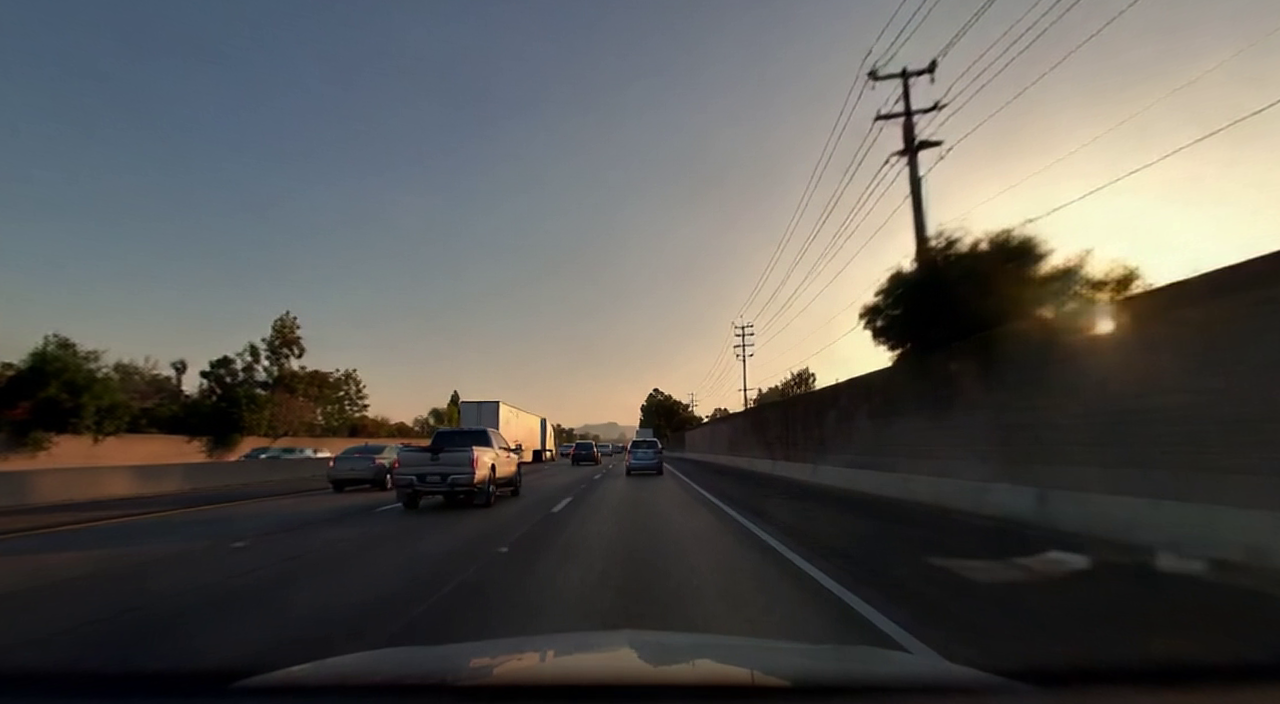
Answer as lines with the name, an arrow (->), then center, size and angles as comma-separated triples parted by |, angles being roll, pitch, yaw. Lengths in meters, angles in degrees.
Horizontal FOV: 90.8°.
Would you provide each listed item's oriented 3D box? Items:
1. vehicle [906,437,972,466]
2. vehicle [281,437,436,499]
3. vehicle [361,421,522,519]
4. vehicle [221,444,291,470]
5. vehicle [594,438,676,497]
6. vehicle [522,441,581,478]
vehicle -> 17.980, 5.996, 38.168 | 1.936, 1.591, 4.362 | 0, -9, 2
vehicle -> -7.693, 3.215, 17.942 | 2.165, 1.511, 4.810 | 0, -9, 0
vehicle -> -3.897, 2.403, 13.305 | 1.923, 1.716, 4.289 | 0, -9, 1
vehicle -> -27.158, 7.444, 44.919 | 2.017, 1.724, 4.861 | 0, -9, -1
vehicle -> -0.156, 3.261, 18.173 | 2.089, 1.477, 3.818 | 0, -9, -1
vehicle -> -3.746, 4.632, 27.501 | 1.870, 1.485, 4.304 | 0, -9, 1
